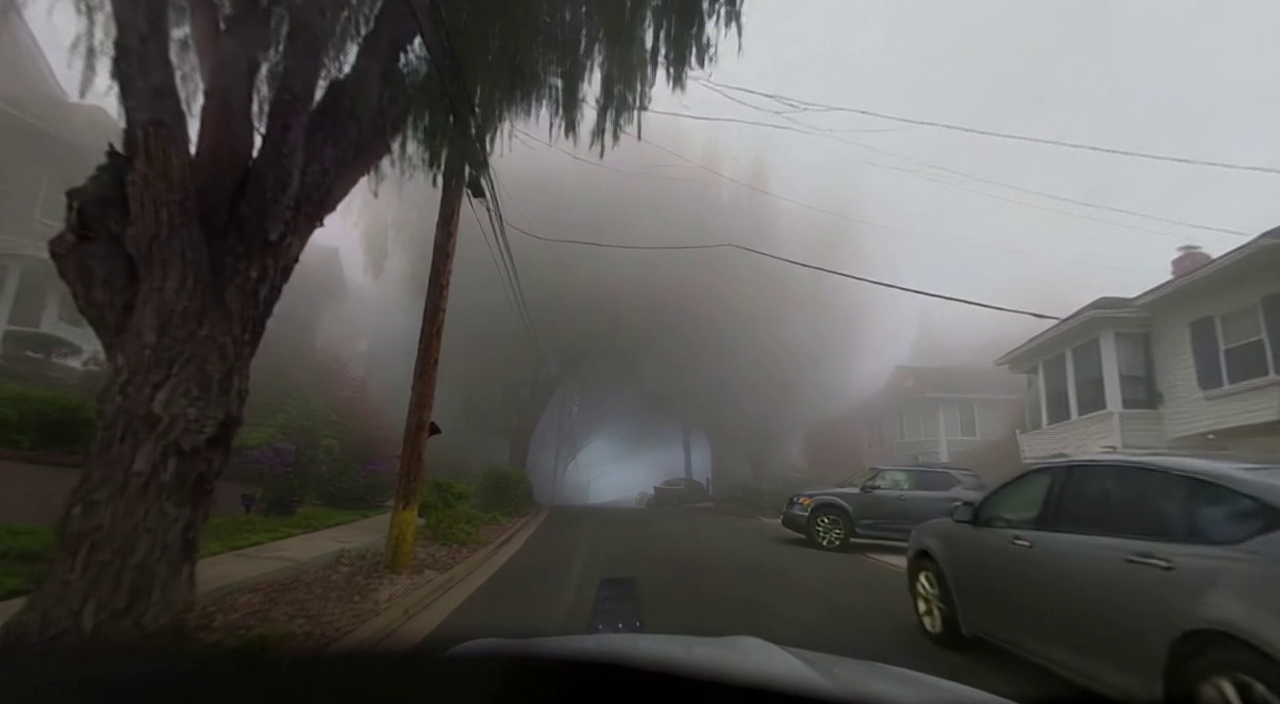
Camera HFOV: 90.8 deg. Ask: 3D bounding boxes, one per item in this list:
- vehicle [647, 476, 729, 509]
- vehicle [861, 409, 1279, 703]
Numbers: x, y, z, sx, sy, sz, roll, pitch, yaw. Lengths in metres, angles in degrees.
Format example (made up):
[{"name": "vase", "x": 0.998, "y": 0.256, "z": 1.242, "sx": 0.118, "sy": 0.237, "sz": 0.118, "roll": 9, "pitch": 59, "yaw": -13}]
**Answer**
[{"name": "vehicle", "x": 2.759, "y": 8.164, "z": 36.946, "sx": 4.413, "sy": 1.728, "sz": 1.869, "roll": 1, "pitch": -9, "yaw": -9}, {"name": "vehicle", "x": 3.261, "y": 1.165, "z": 3.368, "sx": 2.133, "sy": 1.566, "sz": 4.737, "roll": 1, "pitch": -9, "yaw": -5}]
